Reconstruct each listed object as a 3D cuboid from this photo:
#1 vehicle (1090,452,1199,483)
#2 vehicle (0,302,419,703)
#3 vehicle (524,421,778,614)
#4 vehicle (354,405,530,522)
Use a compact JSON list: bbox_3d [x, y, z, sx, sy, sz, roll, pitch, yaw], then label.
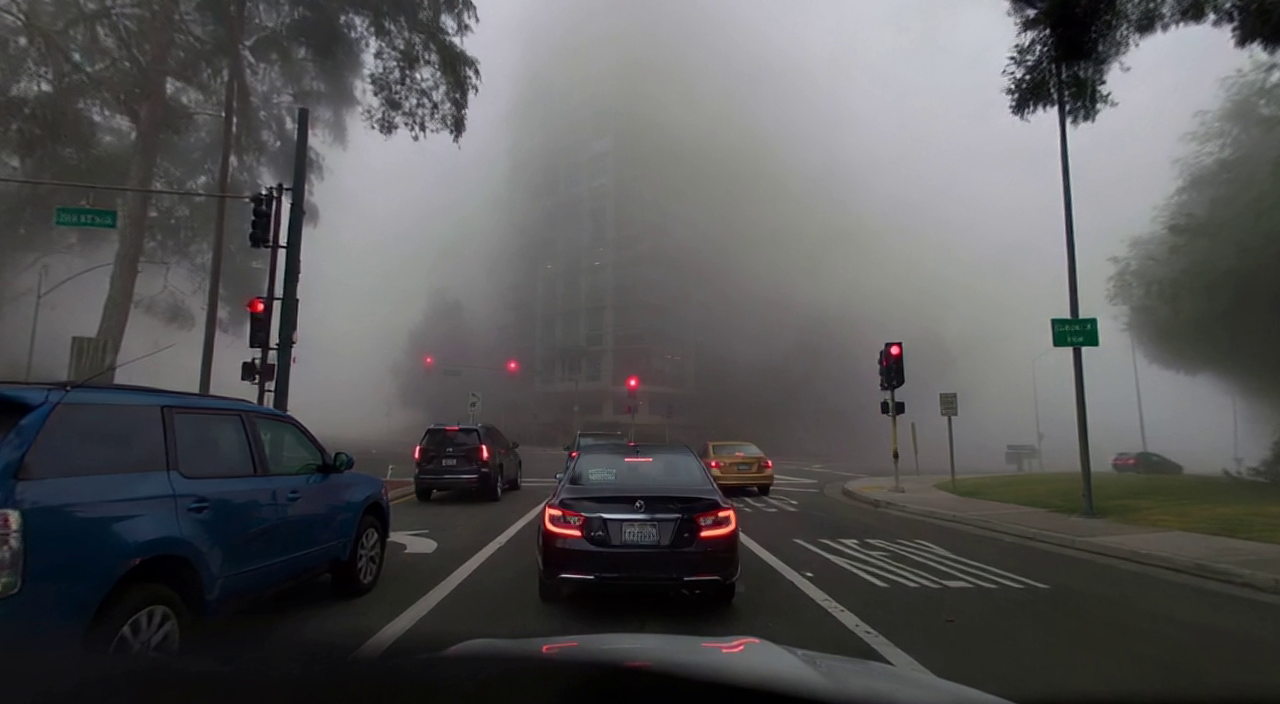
[{"bbox_3d":[31.745,7.271,39.901,4.874,1.854,2.230,0,-8,2],"label":"vehicle"},{"bbox_3d":[-3.142,1.012,4.138,1.924,1.737,4.387,0,-8,-2],"label":"vehicle"},{"bbox_3d":[-0.061,1.626,7.261,2.001,1.483,4.442,0,-8,-4],"label":"vehicle"},{"bbox_3d":[-3.872,2.315,13.694,2.305,1.984,5.586,0,-8,-3],"label":"vehicle"}]
